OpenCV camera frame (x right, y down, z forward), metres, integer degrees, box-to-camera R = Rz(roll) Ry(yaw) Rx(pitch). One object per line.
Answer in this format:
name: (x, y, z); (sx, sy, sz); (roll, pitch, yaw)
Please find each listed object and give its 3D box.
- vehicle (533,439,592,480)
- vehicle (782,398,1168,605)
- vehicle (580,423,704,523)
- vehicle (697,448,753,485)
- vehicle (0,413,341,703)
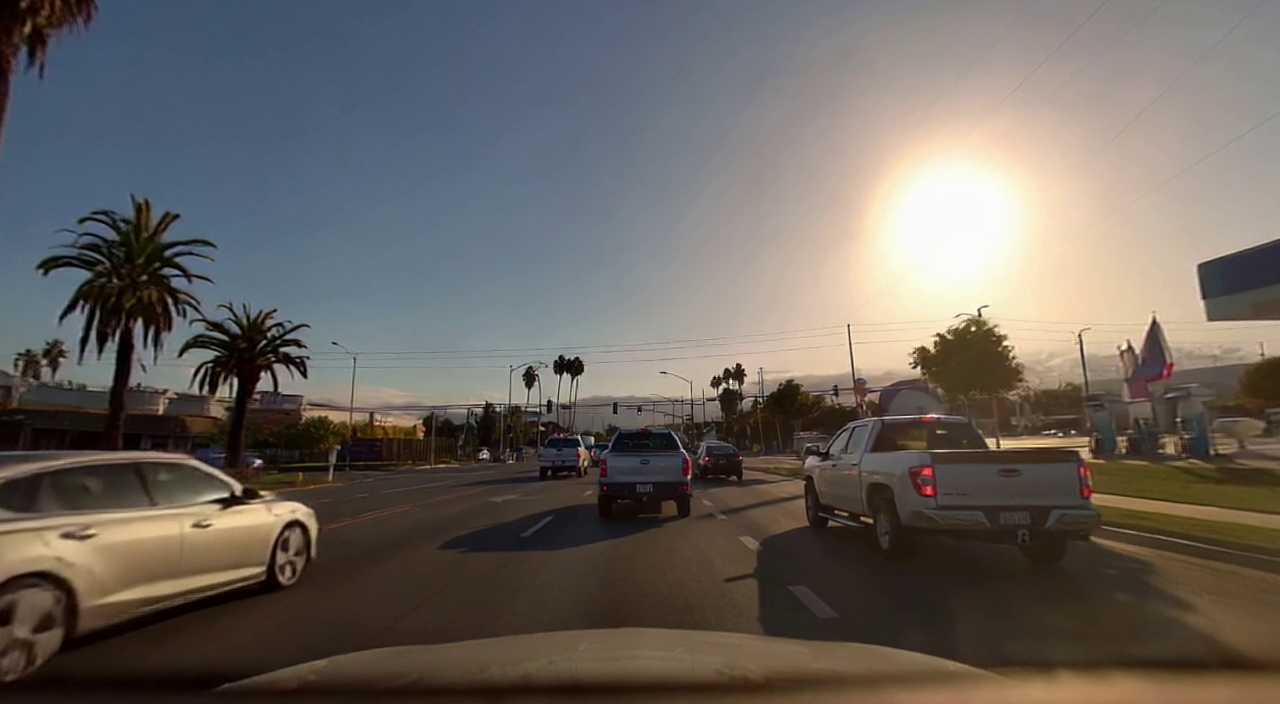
vehicle: (-3.609, 5.096, 30.108); (2.071, 1.811, 4.605); (0, -8, 2)
vehicle: (3.602, 1.736, 8.404); (2.120, 1.828, 5.531); (0, -8, 0)
vehicle: (0.089, 2.656, 14.451); (2.295, 1.835, 5.471); (0, -8, 1)
vehicle: (3.574, 4.883, 27.086); (1.901, 1.401, 3.965); (0, -8, 1)
vehicle: (-4.121, 1.212, 4.099); (1.983, 1.502, 4.720); (0, -8, 0)
